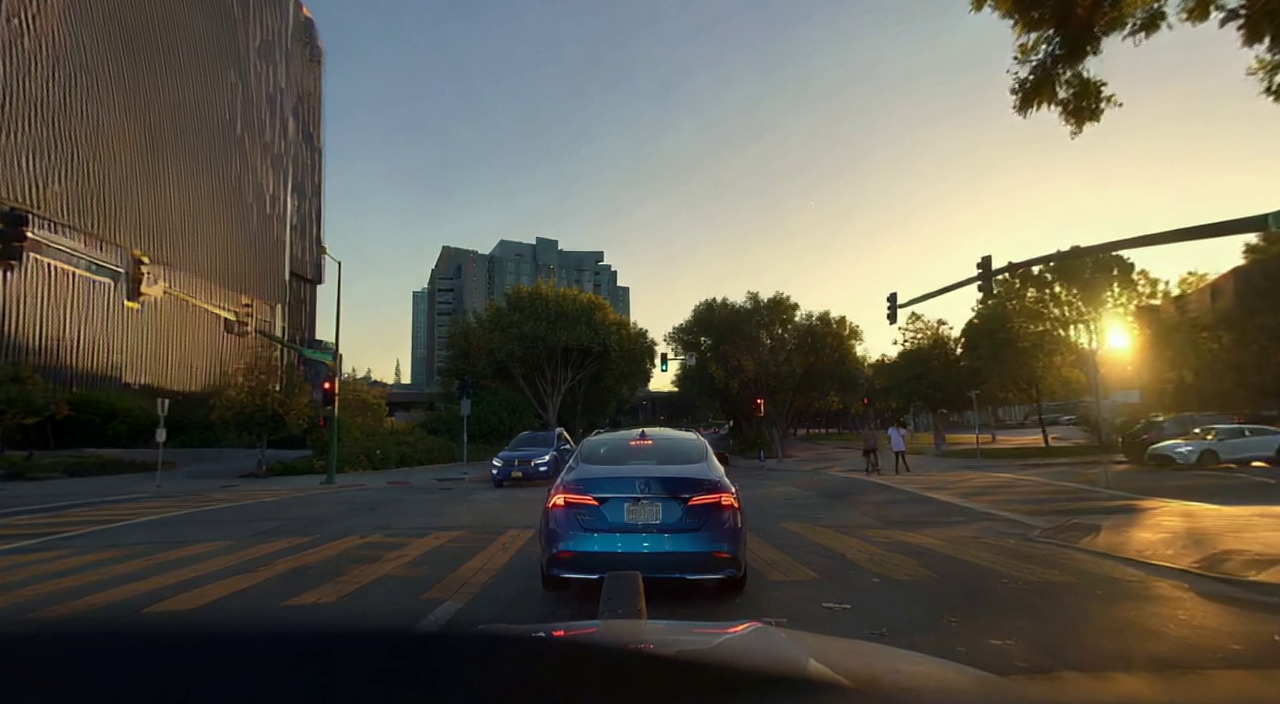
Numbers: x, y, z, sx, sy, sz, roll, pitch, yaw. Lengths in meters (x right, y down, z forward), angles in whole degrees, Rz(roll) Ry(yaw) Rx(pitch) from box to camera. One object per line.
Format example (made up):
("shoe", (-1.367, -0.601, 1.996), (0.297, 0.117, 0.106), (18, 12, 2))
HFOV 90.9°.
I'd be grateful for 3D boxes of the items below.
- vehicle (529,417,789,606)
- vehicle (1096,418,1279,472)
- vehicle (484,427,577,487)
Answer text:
("vehicle", (-0.135, 1.644, 7.491), (1.893, 1.532, 4.145), (2, -9, -16))
("vehicle", (19.174, 3.268, 22.216), (4.675, 1.772, 1.945), (0, -8, -1))
("vehicle", (-3.838, 3.821, 23.250), (2.317, 1.924, 5.518), (0, -8, 1))
